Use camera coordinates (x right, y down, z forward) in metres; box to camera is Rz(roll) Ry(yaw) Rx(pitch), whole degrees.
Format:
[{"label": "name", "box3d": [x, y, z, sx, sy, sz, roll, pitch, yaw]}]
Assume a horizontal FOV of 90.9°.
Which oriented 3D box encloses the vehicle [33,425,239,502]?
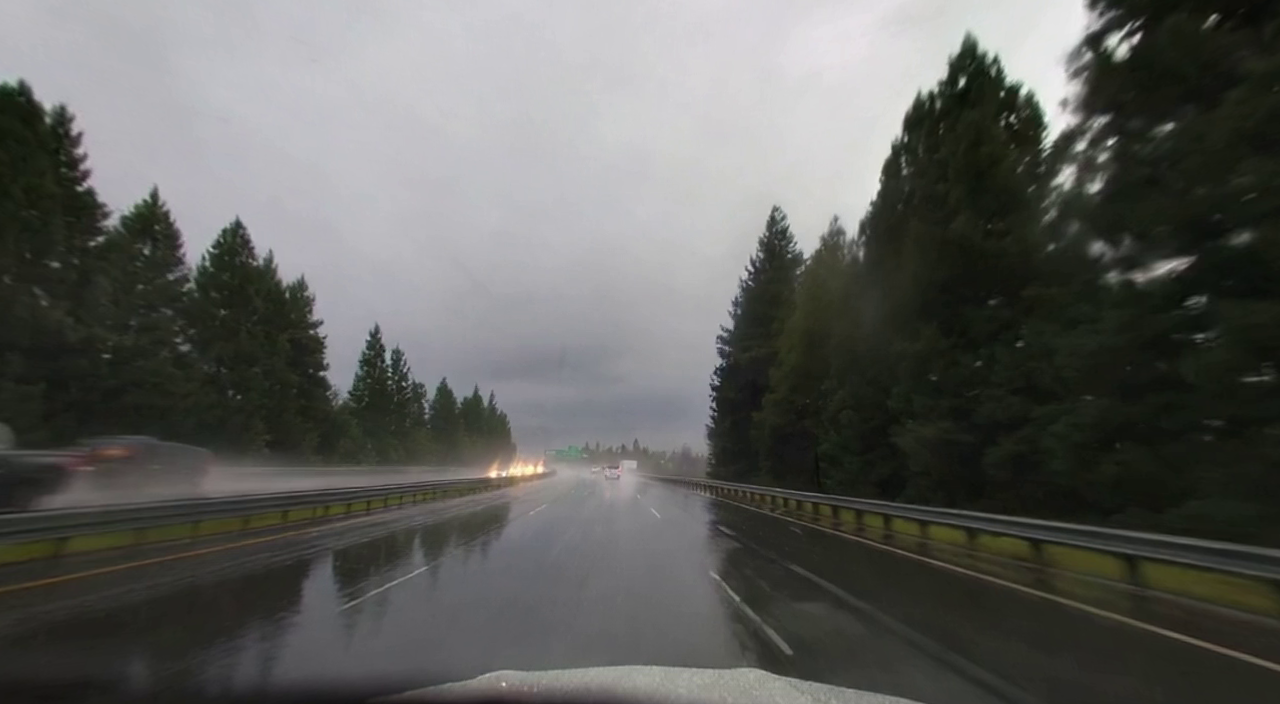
[{"label": "vehicle", "box3d": [-17.633, 4.024, 22.660, 2.487, 2.367, 5.817, 1, -11, 0]}]
